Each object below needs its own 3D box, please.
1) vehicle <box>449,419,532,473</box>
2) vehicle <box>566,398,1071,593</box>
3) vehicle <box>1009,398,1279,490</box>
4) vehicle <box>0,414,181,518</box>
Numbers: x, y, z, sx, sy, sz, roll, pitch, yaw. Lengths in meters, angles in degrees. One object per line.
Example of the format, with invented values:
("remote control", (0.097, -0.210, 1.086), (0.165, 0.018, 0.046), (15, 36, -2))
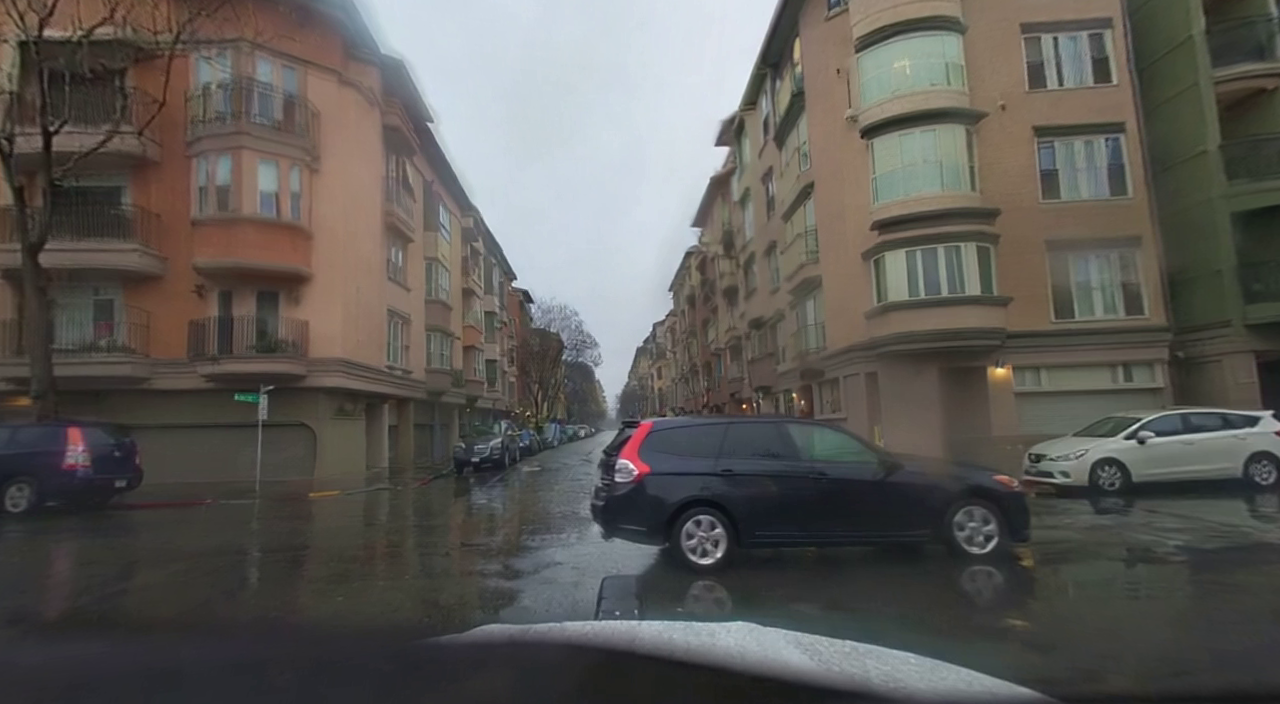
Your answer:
("vehicle", (-4.403, 2.821, 19.090), (1.882, 1.459, 3.518), (0, -8, -4))
("vehicle", (1.521, 1.288, 6.413), (4.469, 1.566, 1.993), (1, -6, -7))
("vehicle", (9.729, 1.666, 11.520), (4.711, 1.506, 1.983), (0, -8, -3))
("vehicle", (-11.155, 1.927, 10.934), (4.679, 1.631, 2.025), (0, -8, -2))
